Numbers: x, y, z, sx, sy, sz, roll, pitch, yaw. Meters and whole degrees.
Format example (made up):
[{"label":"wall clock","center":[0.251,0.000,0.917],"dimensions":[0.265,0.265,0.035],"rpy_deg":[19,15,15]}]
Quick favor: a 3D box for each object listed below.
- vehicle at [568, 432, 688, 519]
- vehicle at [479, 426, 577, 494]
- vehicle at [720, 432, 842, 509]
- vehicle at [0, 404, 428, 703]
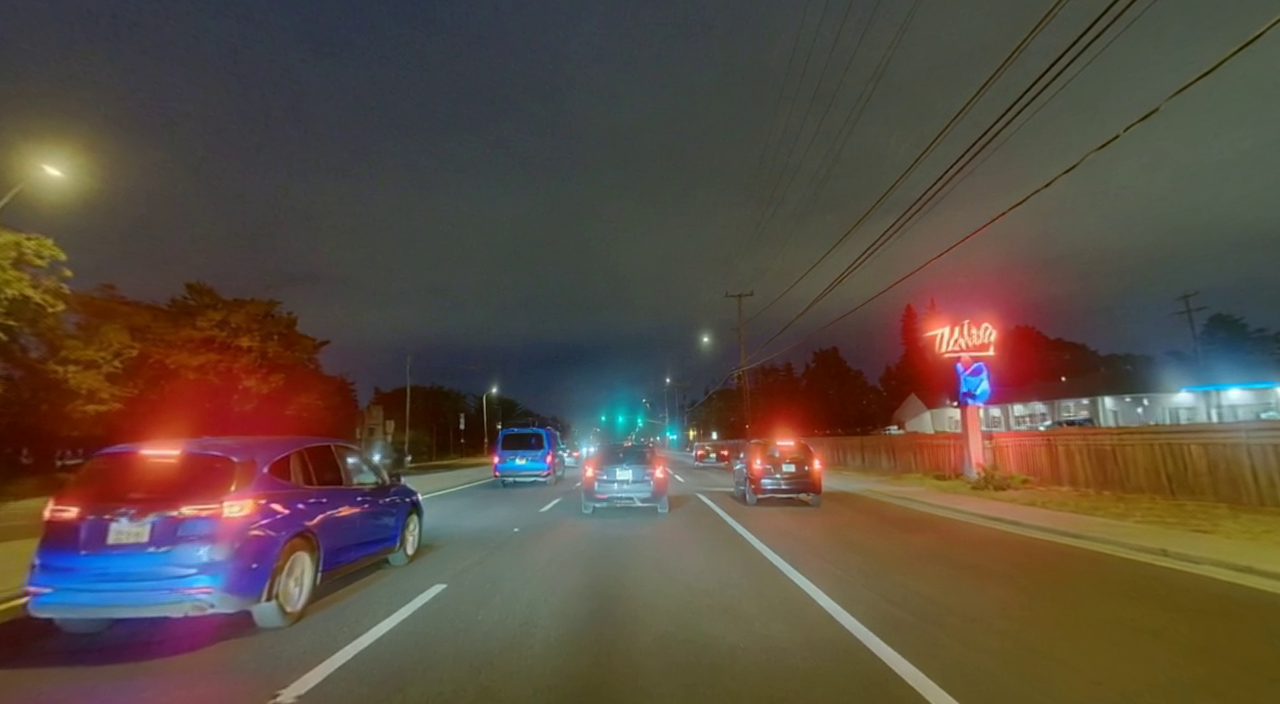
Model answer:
[{"label":"vehicle","center":[-0.228,2.453,13.030],"dimensions":[2.097,1.511,3.809],"rpy_deg":[0,-9,0]},{"label":"vehicle","center":[-3.274,3.285,19.562],"dimensions":[2.092,1.839,4.736],"rpy_deg":[0,-9,1]},{"label":"vehicle","center":[3.076,2.673,14.629],"dimensions":[1.880,1.521,3.724],"rpy_deg":[0,-9,-1]},{"label":"vehicle","center":[-3.272,1.234,4.402],"dimensions":[2.004,1.454,4.349],"rpy_deg":[0,-9,1]}]
